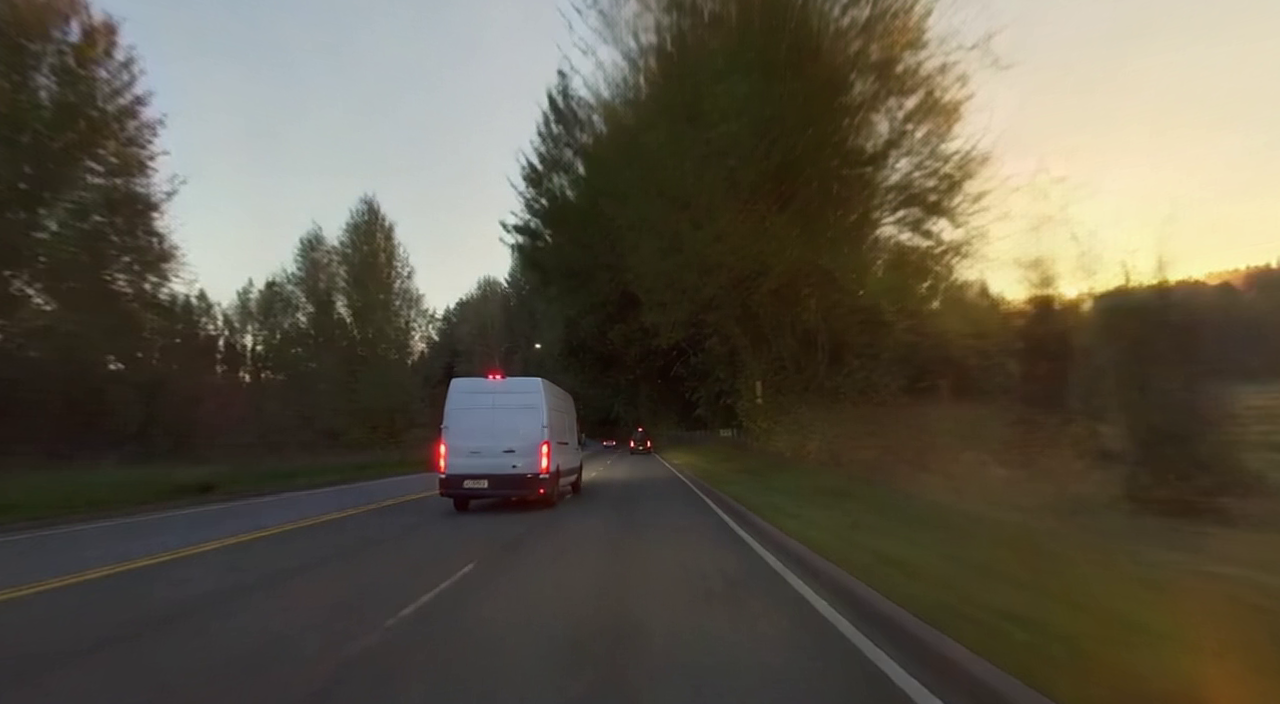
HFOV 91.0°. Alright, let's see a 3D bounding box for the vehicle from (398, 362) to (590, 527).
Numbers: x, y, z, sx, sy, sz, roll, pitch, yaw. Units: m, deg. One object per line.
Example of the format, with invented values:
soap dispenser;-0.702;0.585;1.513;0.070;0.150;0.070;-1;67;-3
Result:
vehicle;-2.573;1.911;13.182;2.497;2.628;6.016;0;-8;1
